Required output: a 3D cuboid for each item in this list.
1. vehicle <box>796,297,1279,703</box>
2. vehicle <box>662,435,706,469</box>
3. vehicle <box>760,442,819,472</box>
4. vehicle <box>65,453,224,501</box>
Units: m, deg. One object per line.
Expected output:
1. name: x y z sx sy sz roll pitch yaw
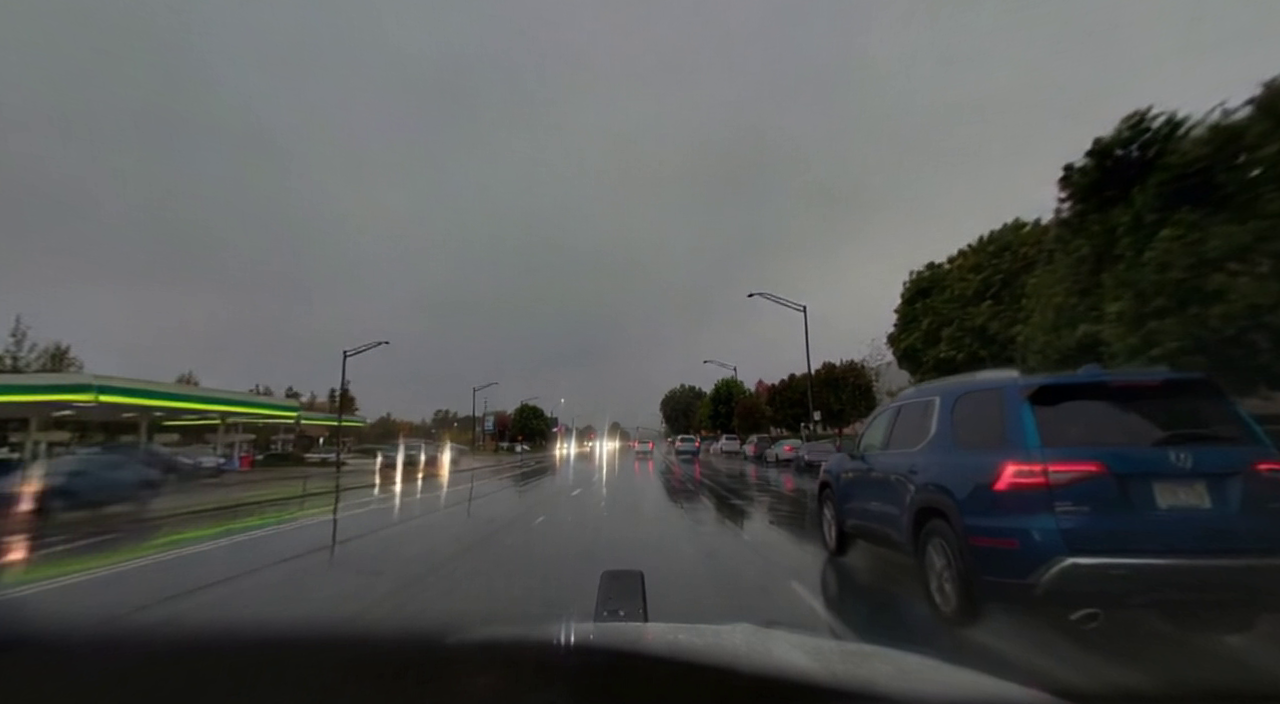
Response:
1. vehicle: 3.022 1.073 5.155 2.246 1.963 4.777 0 -9 0
2. vehicle: 2.555 6.011 37.813 2.317 1.857 5.150 0 -9 1
3. vehicle: 7.657 5.407 32.634 1.895 1.437 4.890 0 -9 0
4. vehicle: -17.315 4.351 22.291 1.962 1.496 4.431 0 -9 1
